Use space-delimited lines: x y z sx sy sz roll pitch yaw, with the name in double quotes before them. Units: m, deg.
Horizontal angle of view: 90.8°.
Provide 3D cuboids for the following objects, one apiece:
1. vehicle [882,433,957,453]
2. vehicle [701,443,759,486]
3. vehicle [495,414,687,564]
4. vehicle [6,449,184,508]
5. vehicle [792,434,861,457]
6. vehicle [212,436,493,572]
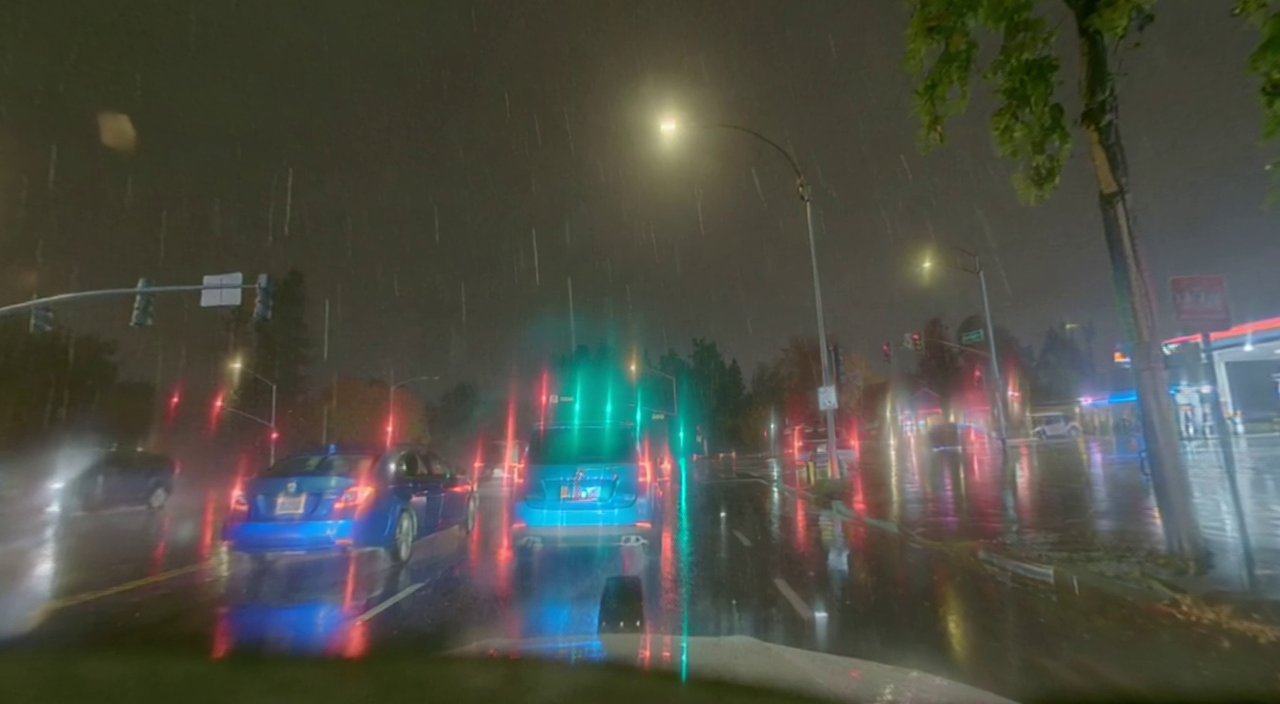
"vehicle" 20.734 6.765 46.979 4.700 1.417 1.789 0 -8 1
"vehicle" 3.396 4.200 23.997 1.976 1.462 4.342 -1 -8 8
"vehicle" -0.579 1.896 9.498 2.210 1.722 4.215 0 -8 0
"vehicle" -18.385 4.218 21.678 2.029 1.748 4.518 0 -8 0
"vehicle" 13.888 6.992 47.265 4.524 1.681 1.823 0 -8 -1
"vehicle" -3.706 2.012 9.220 2.003 1.492 4.291 0 -8 1
